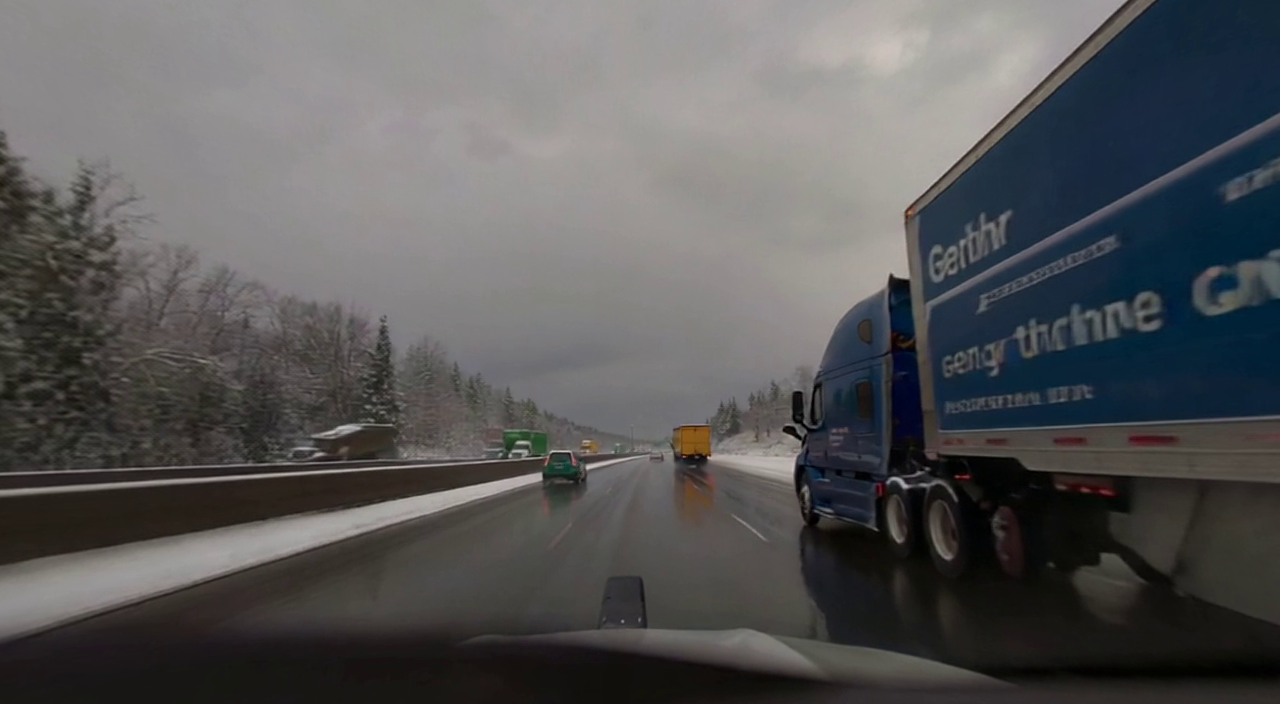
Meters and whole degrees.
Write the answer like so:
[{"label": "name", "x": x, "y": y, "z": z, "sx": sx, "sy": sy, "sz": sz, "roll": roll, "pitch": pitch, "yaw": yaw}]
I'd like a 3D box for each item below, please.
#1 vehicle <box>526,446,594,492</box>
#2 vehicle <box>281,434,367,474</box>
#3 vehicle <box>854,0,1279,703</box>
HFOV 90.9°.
[{"label": "vehicle", "x": -2.969, "y": 4.441, "z": 24.323, "sx": 1.960, "sy": 1.579, "sz": 4.384, "roll": 0, "pitch": -9, "yaw": 1}, {"label": "vehicle", "x": -22.288, "y": 7.261, "z": 44.816, "sx": 2.614, "sy": 2.602, "sz": 6.122, "roll": 0, "pitch": -9, "yaw": 3}, {"label": "vehicle", "x": 4.549, "y": -0.390, "z": 1.854, "sx": 2.858, "sy": 3.952, "sz": 13.731, "roll": 0, "pitch": -9, "yaw": -1}]
